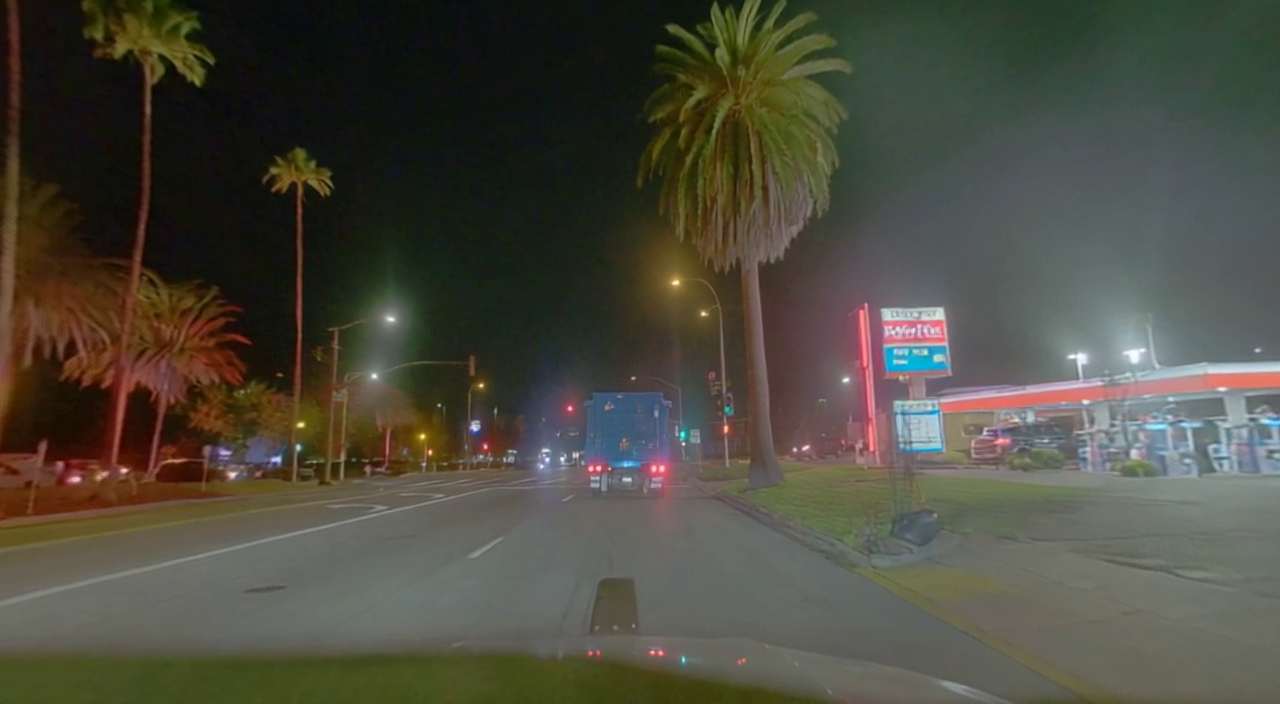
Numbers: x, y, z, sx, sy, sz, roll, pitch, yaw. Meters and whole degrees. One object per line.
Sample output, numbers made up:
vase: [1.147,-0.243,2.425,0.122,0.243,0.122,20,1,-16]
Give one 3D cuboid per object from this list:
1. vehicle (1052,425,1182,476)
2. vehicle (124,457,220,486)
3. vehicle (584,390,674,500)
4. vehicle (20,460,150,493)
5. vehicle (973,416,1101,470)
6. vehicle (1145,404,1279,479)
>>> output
vehicle: [15.222,3.120,20.110,4.105,1.433,1.931,6,-10,-33]
vehicle: [-27.954,7.143,37.931,4.303,1.567,2.021,5,-10,-29]
vehicle: [-0.246,2.965,20.347,2.463,2.954,5.938,0,-8,1]
vehicle: [-27.809,6.219,31.896,4.493,1.453,1.912,4,-9,-27]
vehicle: [15.885,3.647,25.226,5.078,1.937,2.326,6,-10,-34]
vehicle: [15.709,2.328,16.769,4.472,1.730,1.939,2,-10,-31]
